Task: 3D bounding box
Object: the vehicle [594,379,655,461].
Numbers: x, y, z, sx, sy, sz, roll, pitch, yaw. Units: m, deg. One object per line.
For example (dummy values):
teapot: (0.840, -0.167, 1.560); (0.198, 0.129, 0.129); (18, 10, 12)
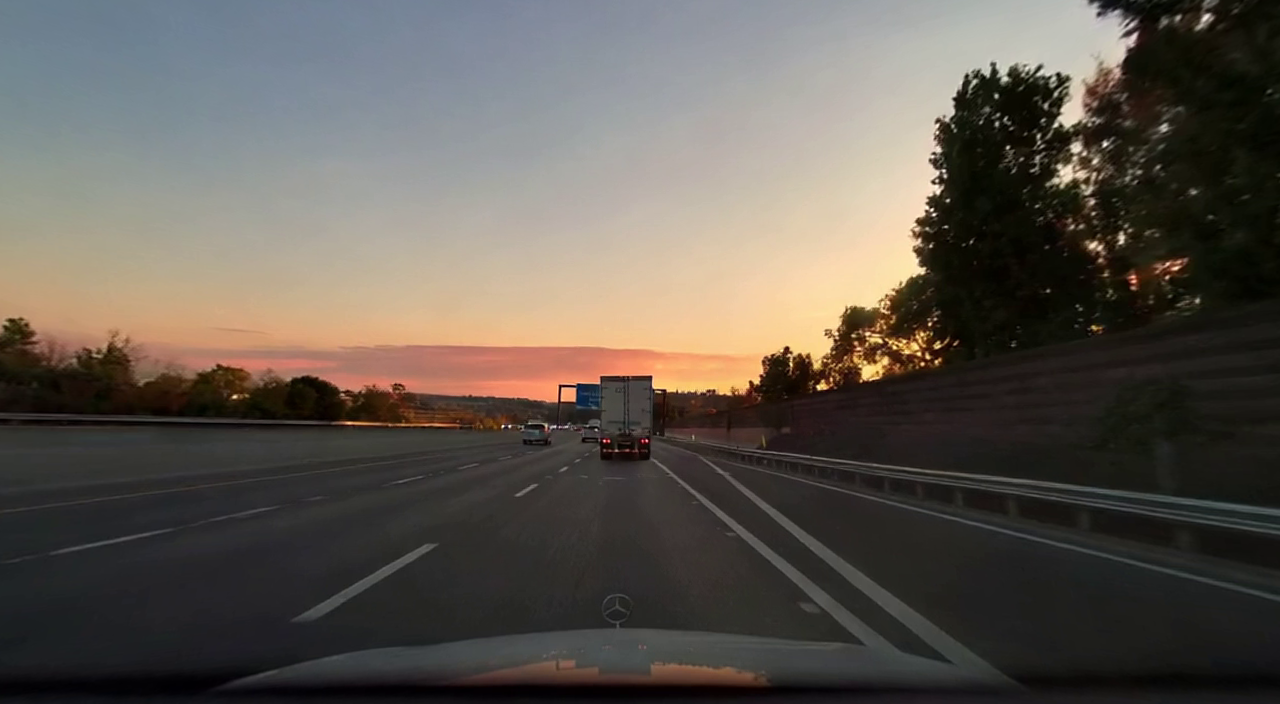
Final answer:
vehicle: (-0.964, 4.147, 37.040); (3.002, 3.987, 12.477); (0, -8, -2)
